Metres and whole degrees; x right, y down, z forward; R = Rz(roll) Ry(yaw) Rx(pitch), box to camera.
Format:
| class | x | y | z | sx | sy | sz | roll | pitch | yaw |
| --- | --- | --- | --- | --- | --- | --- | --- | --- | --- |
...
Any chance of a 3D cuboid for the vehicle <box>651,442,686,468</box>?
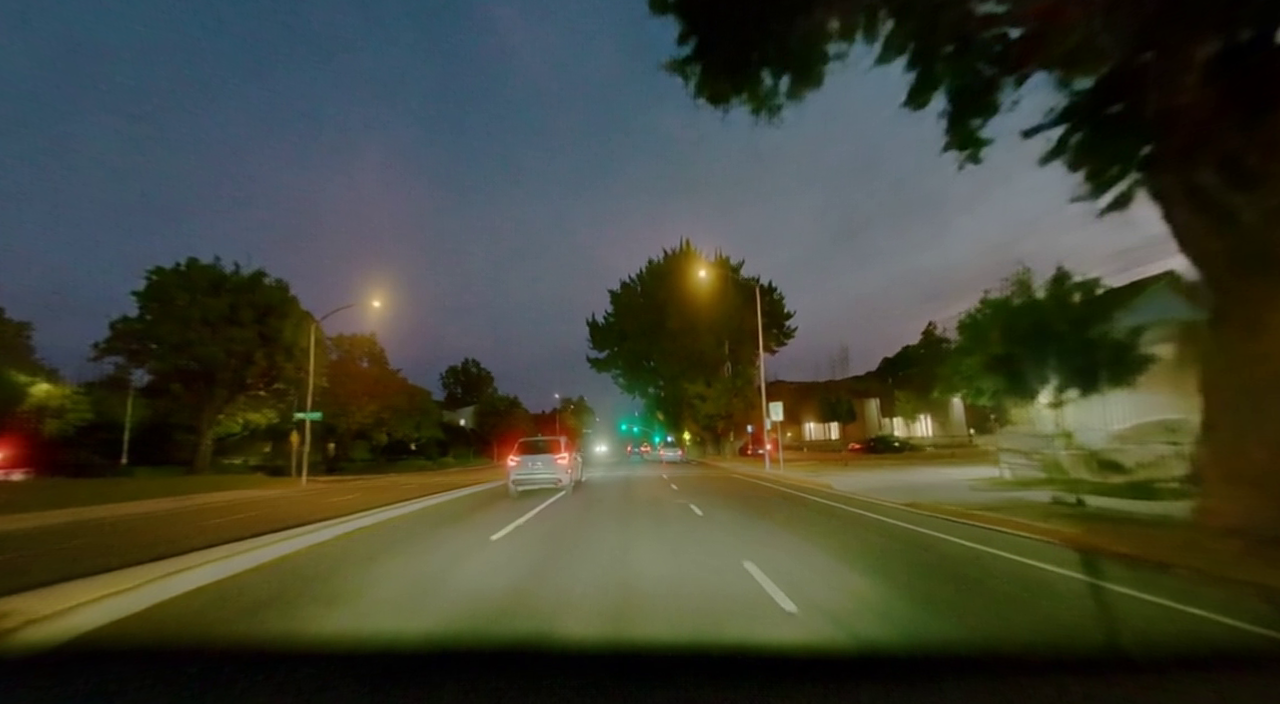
| class | x | y | z | sx | sy | sz | roll | pitch | yaw |
| --- | --- | --- | --- | --- | --- | --- | --- | --- | --- |
| vehicle | 1.784 | 6.629 | 40.837 | 2.003 | 1.614 | 4.072 | 0 | -9 | -1 |

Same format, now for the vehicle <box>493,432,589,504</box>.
| class | x | y | z | sx | sy | sz | roll | pitch | yaw |
| --- | --- | --- | --- | --- | --- | --- | --- | --- | --- |
| vehicle | -2.570 | 3.141 | 17.622 | 2.205 | 1.706 | 4.904 | 0 | -9 | -4 |

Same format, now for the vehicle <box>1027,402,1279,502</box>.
| class | x | y | z | sx | sy | sz | roll | pitch | yaw |
| --- | --- | --- | --- | --- | --- | --- | --- | --- | --- |
| vehicle | 11.333 | 2.140 | 13.662 | 4.560 | 1.842 | 2.048 | -8 | -12 | 43 |
